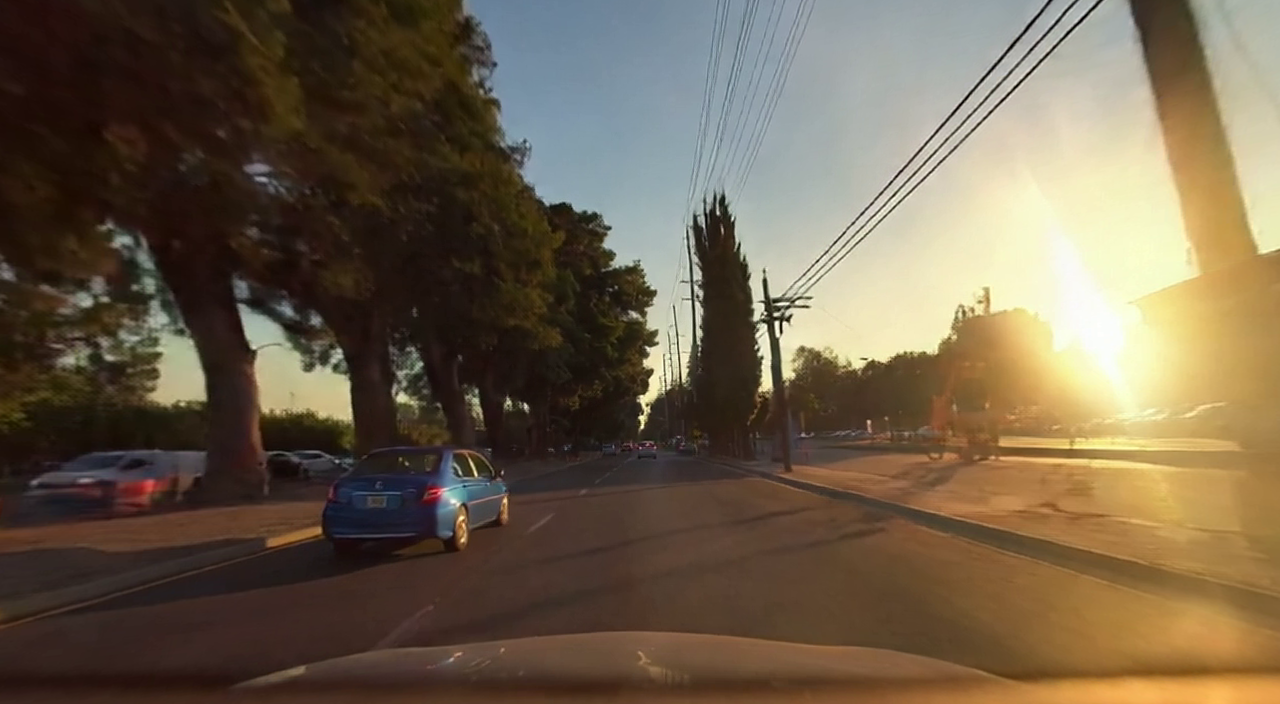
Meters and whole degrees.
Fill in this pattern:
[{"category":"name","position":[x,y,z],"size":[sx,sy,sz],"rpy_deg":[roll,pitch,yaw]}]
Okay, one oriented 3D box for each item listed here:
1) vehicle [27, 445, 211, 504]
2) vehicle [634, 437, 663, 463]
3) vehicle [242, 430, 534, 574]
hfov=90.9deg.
[{"category":"vehicle","position":[-17.892,4.191,22.120],"size":[2.178,1.810,5.012],"rpy_deg":[0,-9,0]},{"category":"vehicle","position":[0.580,7.220,46.438],"size":[2.060,1.845,4.151],"rpy_deg":[0,-9,0]},{"category":"vehicle","position":[-3.046,1.935,9.047],"size":[2.087,1.480,4.825],"rpy_deg":[0,-9,1]}]
